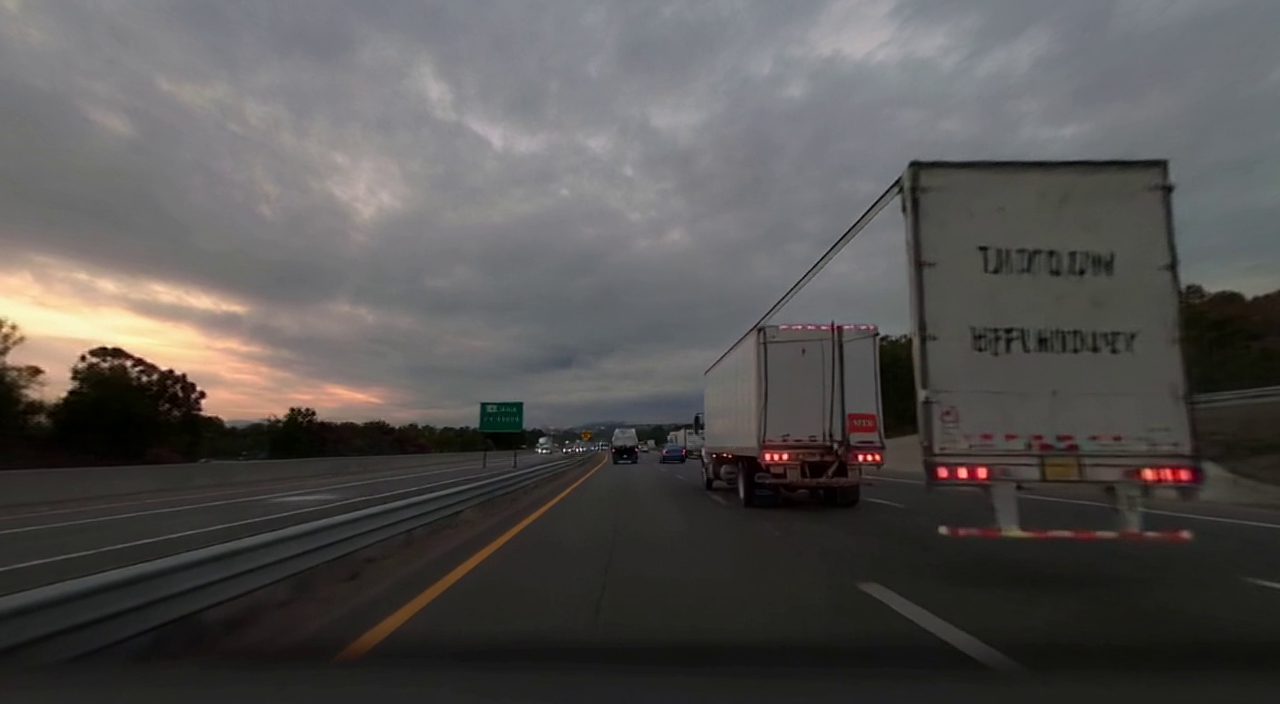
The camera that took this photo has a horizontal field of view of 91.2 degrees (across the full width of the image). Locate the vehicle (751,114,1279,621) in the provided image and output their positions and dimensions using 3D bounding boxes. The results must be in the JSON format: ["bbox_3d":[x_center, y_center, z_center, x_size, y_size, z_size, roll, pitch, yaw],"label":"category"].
[{"bbox_3d":[3.891,0.639,9.222,2.816,4.086,8.486,0,-9,-1],"label":"vehicle"}]

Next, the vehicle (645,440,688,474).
[{"bbox_3d":[1.499,5.593,33.531,2.127,1.642,3.899,-1,-9,5],"label":"vehicle"}]

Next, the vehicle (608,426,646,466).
[{"bbox_3d":[-0.889,7.052,46.896,2.506,2.743,6.093,0,-9,2],"label":"vehicle"}]
